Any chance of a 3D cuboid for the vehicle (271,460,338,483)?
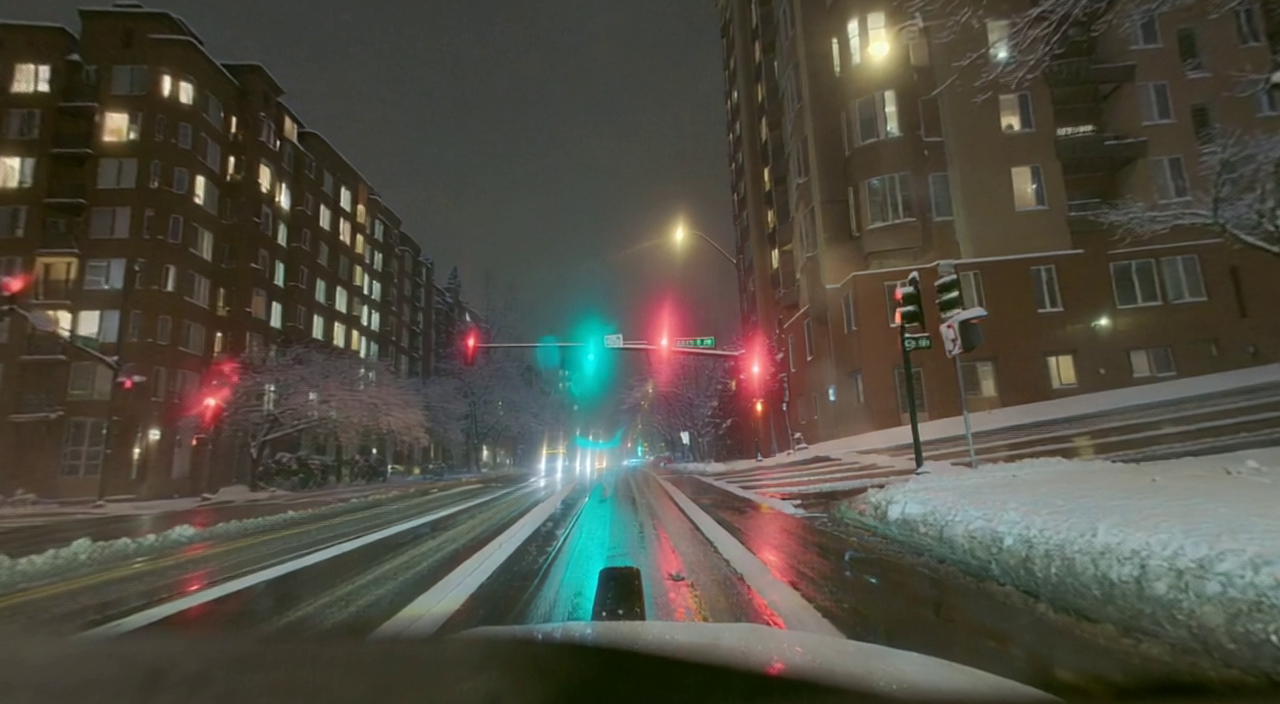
[{"bbox_3d":[-24.620,8.770,46.297,3.882,1.600,1.768,0,-9,1],"label":"vehicle"}]
